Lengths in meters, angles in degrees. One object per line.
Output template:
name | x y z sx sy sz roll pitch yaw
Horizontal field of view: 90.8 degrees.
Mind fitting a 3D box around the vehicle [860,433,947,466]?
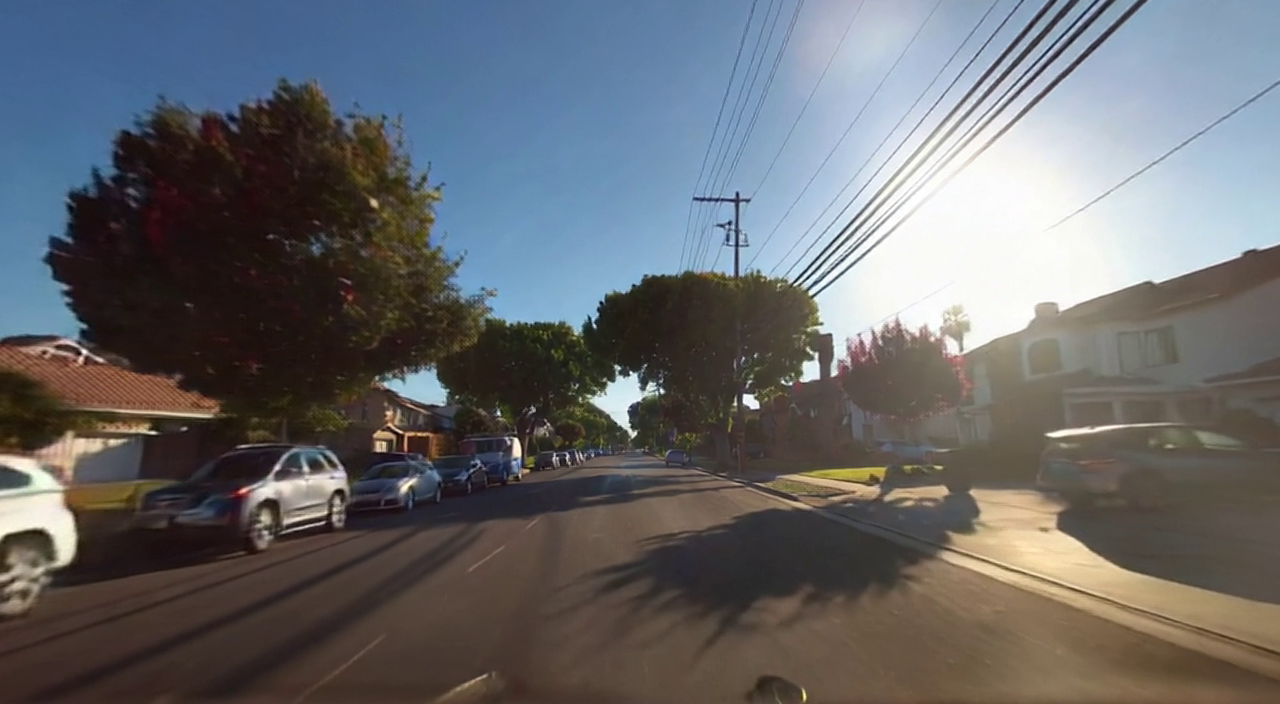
vehicle | 15.834 5.906 38.095 4.275 1.645 1.874 -4 -12 1

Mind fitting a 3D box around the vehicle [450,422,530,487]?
vehicle | -6.957 4.873 30.014 2.439 2.724 5.647 -1 -10 -1

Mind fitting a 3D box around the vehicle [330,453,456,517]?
vehicle | -6.560 3.564 17.359 1.858 1.476 4.262 -1 -9 -2

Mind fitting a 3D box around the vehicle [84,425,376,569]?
vehicle | -6.474 2.345 10.846 1.941 1.832 4.666 -2 -10 -1

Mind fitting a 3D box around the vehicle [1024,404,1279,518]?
vehicle | 9.830 1.858 10.999 4.979 1.769 1.943 0 -9 -1

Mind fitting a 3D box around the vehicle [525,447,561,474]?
vehicle | -6.956 7.788 45.692 1.963 1.820 4.297 0 -9 -1
